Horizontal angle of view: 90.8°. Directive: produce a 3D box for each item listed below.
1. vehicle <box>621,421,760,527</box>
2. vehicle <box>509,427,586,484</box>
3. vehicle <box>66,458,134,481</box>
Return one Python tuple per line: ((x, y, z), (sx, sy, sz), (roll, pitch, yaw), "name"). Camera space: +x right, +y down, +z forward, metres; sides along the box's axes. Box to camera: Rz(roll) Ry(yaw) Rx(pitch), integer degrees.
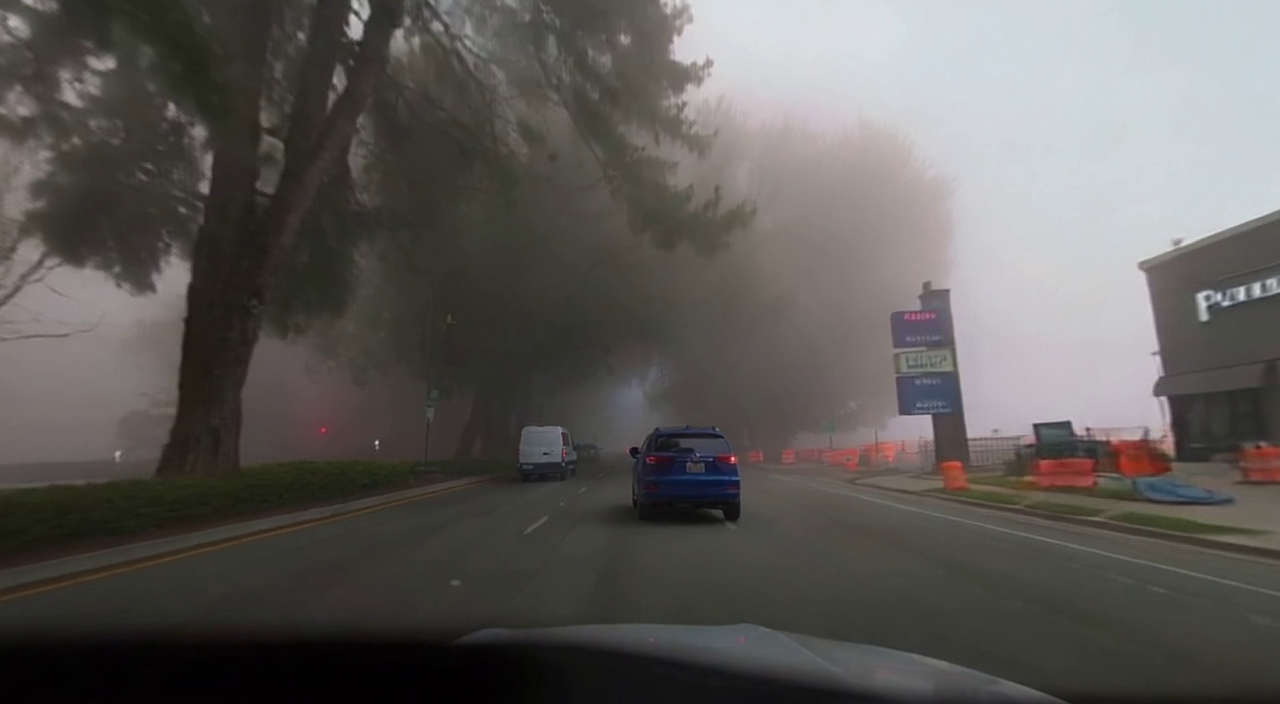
((0.769, 2.327, 12.572), (2.168, 1.725, 4.192), (0, -9, -4), "vehicle")
((-3.588, 4.186, 25.780), (2.357, 2.063, 5.488), (0, -8, 0), "vehicle")
((-38.343, 8.329, 45.004), (1.821, 1.463, 4.434), (2, -9, -15), "vehicle")
